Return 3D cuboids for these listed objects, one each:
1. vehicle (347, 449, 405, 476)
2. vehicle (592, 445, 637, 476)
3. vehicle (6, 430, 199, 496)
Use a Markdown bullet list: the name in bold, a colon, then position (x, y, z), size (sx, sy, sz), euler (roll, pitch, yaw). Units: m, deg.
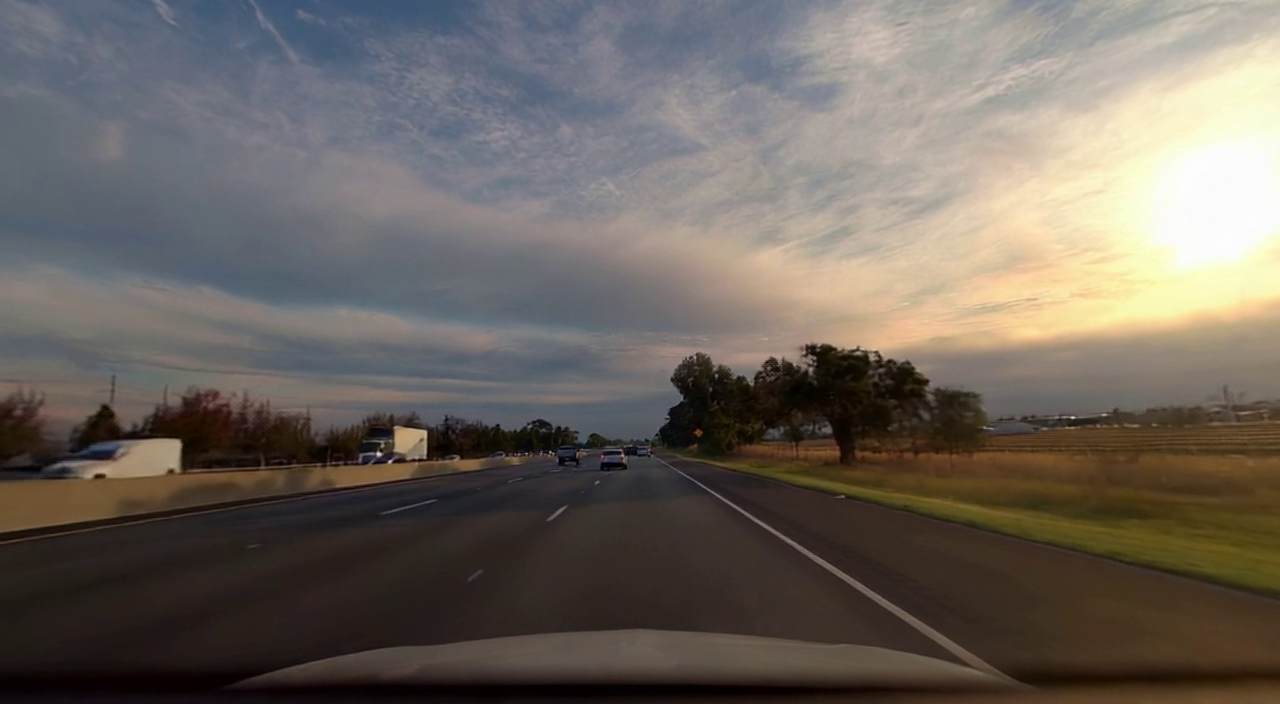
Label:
- **vehicle**: position (-15.484, 6.482, 37.222), size (1.790, 1.444, 3.647), euler (0, -9, 1)
- **vehicle**: position (-1.251, 5.598, 32.853), size (2.110, 1.500, 4.259), euler (0, -9, 1)
- **vehicle**: position (-18.889, 3.931, 22.654), size (2.177, 2.067, 5.288), euler (0, -9, 0)
